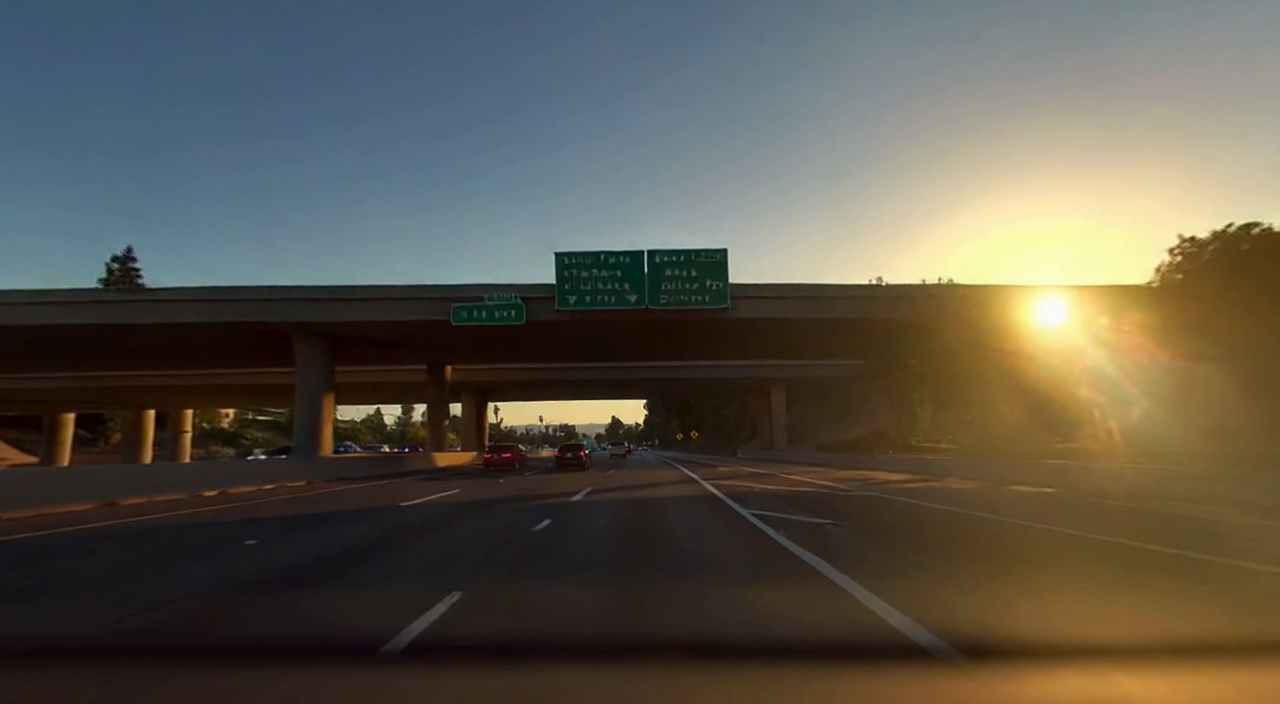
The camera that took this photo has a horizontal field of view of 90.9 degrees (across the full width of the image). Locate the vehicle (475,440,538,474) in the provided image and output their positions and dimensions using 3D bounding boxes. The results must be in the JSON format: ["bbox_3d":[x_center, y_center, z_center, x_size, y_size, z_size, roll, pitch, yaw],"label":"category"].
[{"bbox_3d":[-6.593,5.259,31.755,2.069,1.551,4.830,0,-8,1],"label":"vehicle"}]

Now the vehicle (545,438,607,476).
[{"bbox_3d":[-2.858,4.824,29.216,2.210,1.628,4.586,-1,-8,2],"label":"vehicle"}]
